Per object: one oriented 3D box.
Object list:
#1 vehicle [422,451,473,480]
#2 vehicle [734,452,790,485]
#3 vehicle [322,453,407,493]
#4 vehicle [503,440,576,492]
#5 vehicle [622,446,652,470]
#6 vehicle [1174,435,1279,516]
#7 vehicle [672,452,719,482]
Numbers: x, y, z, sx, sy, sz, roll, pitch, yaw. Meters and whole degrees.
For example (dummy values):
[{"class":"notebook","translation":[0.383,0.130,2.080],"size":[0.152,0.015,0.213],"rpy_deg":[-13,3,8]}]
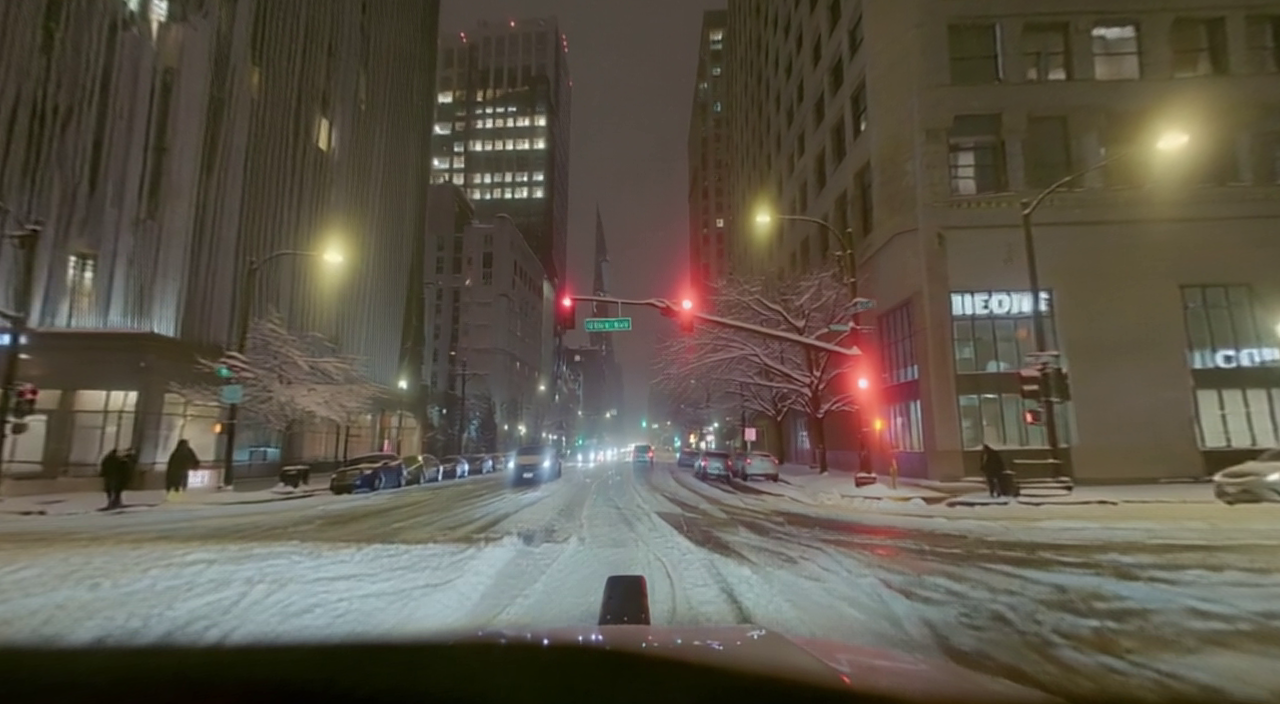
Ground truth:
[{"class":"vehicle","translation":[-12.297,7.256,40.624],"size":[1.854,1.727,4.426],"rpy_deg":[0,-8,1]},{"class":"vehicle","translation":[5.975,5.751,31.494],"size":[1.882,1.479,4.652],"rpy_deg":[0,-8,0]},{"class":"vehicle","translation":[-12.727,5.605,29.492],"size":[2.118,1.644,4.188],"rpy_deg":[0,-8,-1]},{"class":"vehicle","translation":[-3.887,4.452,25.211],"size":[2.176,1.804,4.740],"rpy_deg":[-2,-8,0]},{"class":"vehicle","translation":[-0.228,8.113,48.660],"size":[2.165,1.749,4.078],"rpy_deg":[0,-8,0]},{"class":"vehicle","translation":[17.373,3.159,16.572],"size":[4.589,1.910,2.162],"rpy_deg":[-1,-8,-1]},{"class":"vehicle","translation":[2.742,5.776,31.983],"size":[1.919,1.371,3.583],"rpy_deg":[0,-8,-2]}]
